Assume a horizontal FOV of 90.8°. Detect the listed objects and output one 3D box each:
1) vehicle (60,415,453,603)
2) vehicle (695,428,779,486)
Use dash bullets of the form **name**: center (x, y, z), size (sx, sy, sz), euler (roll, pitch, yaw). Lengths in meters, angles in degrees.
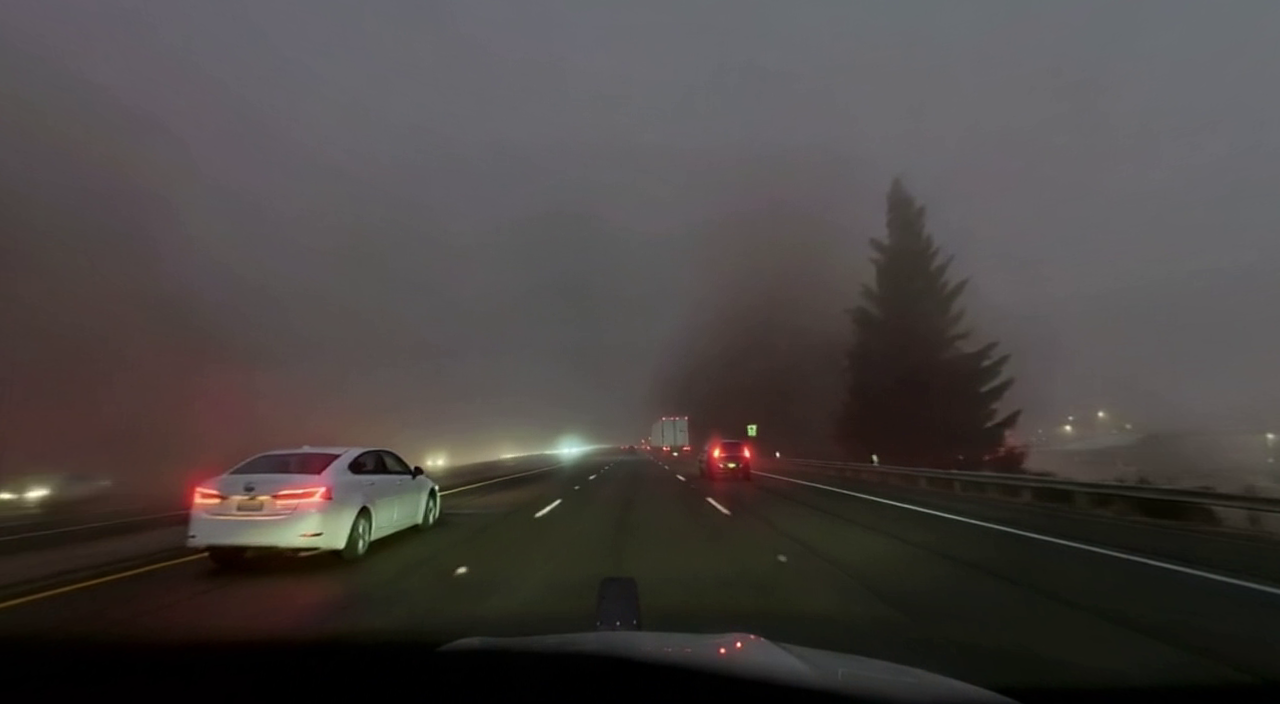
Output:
- **vehicle**: center (-4.014, 1.701, 7.883), size (1.903, 1.607, 4.770), euler (0, -8, 0)
- **vehicle**: center (3.193, 3.559, 21.753), size (2.065, 1.760, 4.488), euler (0, -8, -1)
